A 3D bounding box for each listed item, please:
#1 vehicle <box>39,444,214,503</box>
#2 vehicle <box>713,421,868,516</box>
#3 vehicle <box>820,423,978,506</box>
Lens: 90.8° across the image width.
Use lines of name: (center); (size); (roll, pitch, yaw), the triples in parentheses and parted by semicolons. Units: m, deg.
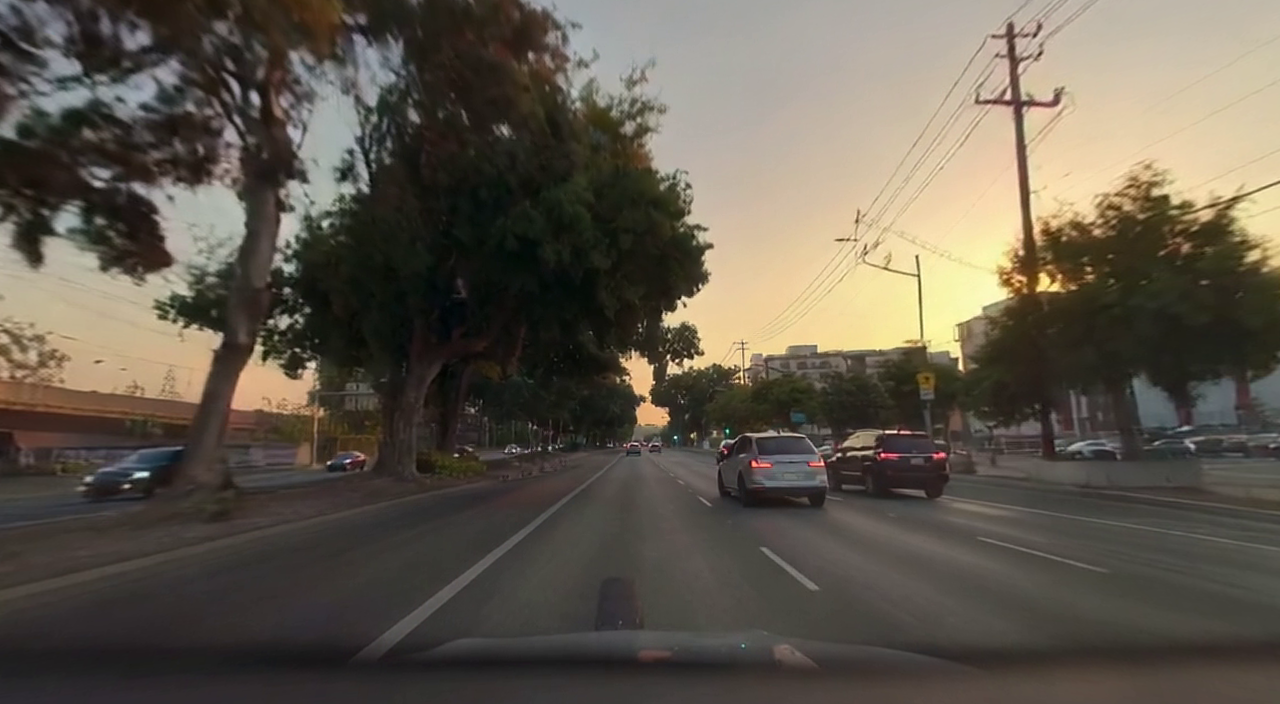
vehicle: (-16.340, 3.833, 20.484); (1.933, 1.677, 4.400); (0, -8, 0)
vehicle: (2.964, 2.409, 13.522); (2.128, 1.699, 4.222); (0, -8, -2)
vehicle: (6.097, 2.699, 15.539); (1.998, 1.724, 4.260); (0, -8, -1)
